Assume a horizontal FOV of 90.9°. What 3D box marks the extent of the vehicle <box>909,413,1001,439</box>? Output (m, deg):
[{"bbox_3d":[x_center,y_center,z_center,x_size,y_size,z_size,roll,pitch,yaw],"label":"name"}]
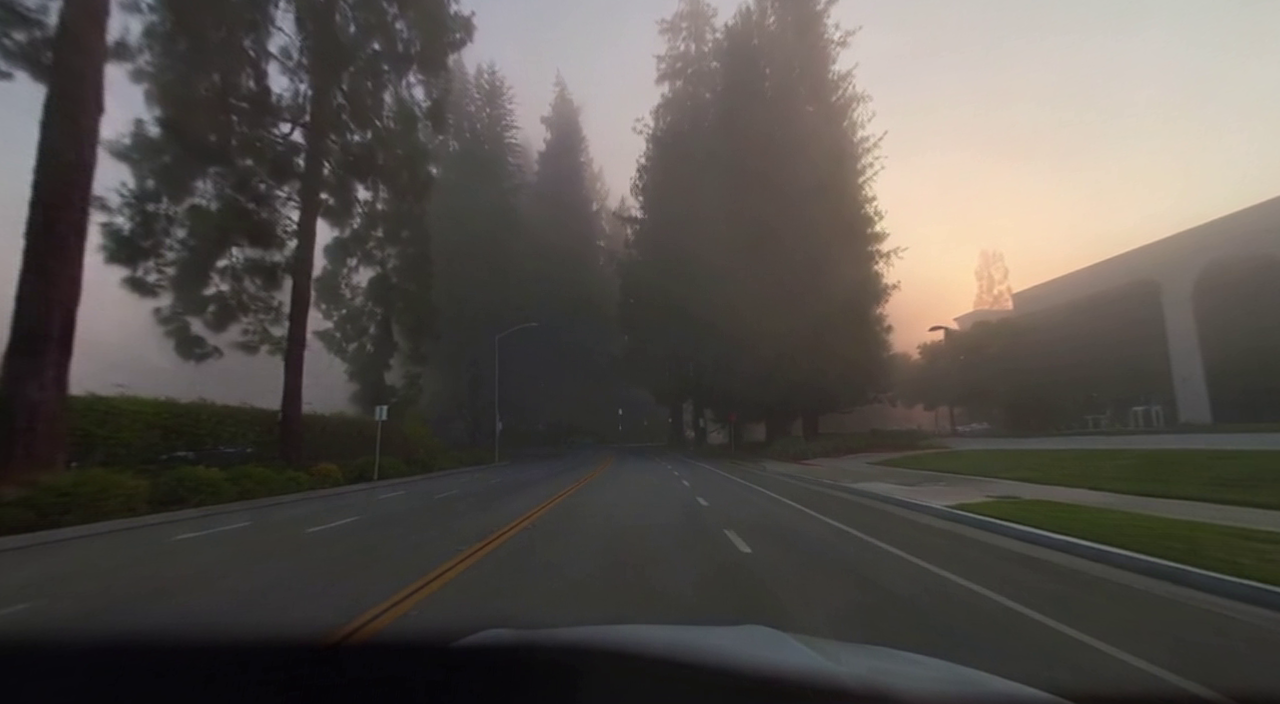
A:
[{"bbox_3d":[22.939,5.412,46.037,5.623,1.647,1.832,-2,-6,0],"label":"vehicle"}]
